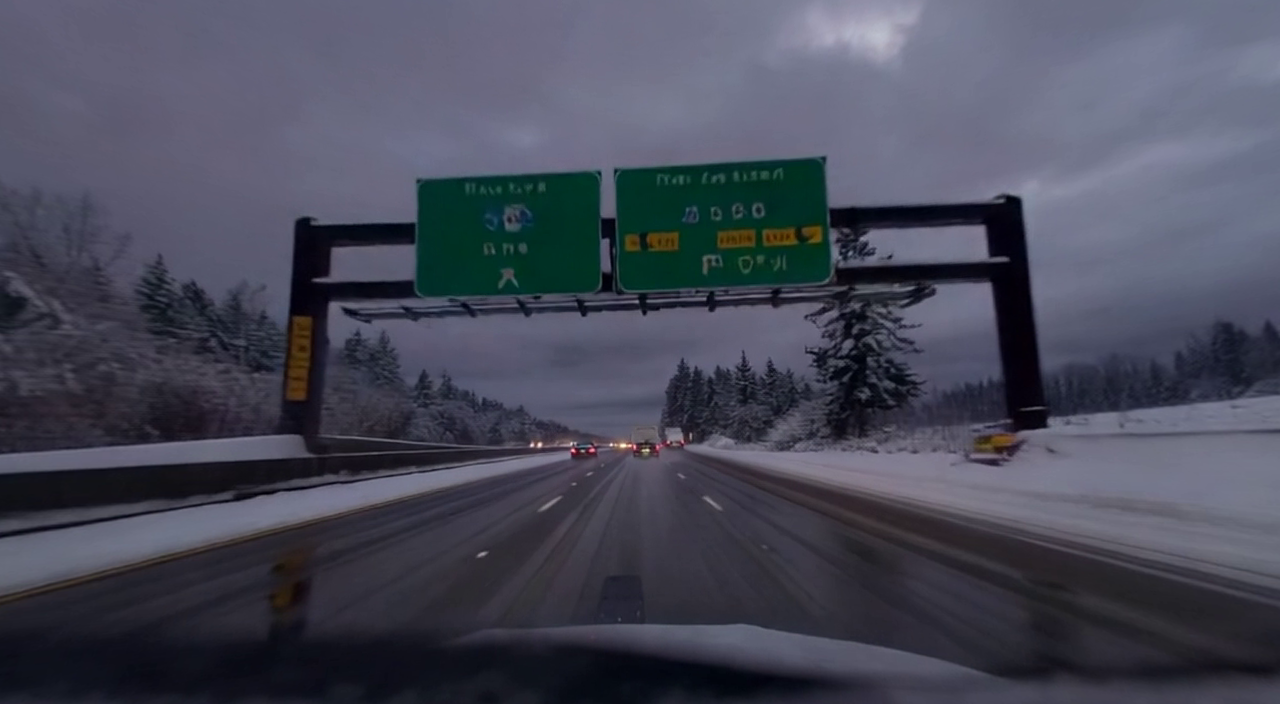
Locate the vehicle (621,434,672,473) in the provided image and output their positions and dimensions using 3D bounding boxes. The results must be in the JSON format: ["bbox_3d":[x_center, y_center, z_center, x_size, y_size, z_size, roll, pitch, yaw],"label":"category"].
[{"bbox_3d":[0.258,4.365,27.204,2.049,1.542,3.816,0,-8,0],"label":"vehicle"}]

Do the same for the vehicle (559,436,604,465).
[{"bbox_3d":[-3.371,5.759,37.000,2.066,1.561,4.495,0,-8,1],"label":"vehicle"}]
